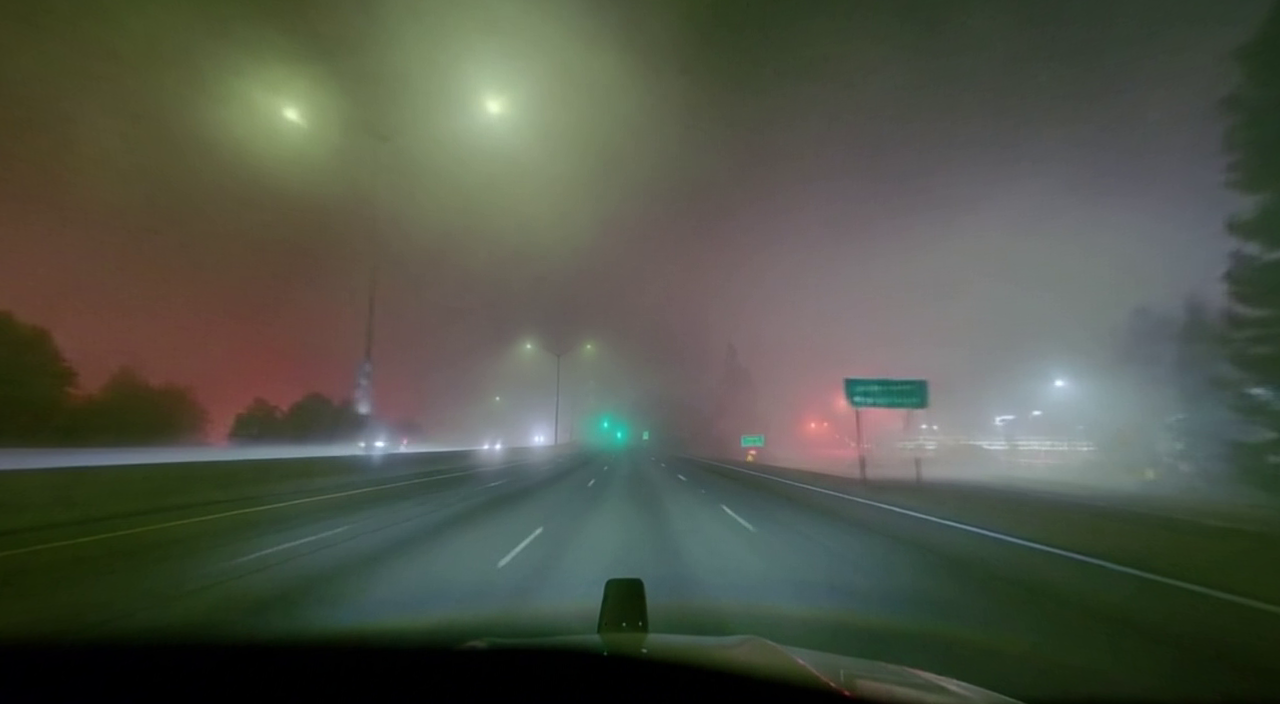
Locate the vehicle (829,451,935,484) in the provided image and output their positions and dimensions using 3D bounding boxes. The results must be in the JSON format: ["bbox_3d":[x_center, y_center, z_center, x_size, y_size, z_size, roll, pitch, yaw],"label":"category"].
[{"bbox_3d":[9.348,4.490,24.801,2.635,1.057,4.249,1,-8,2],"label":"vehicle"}]
